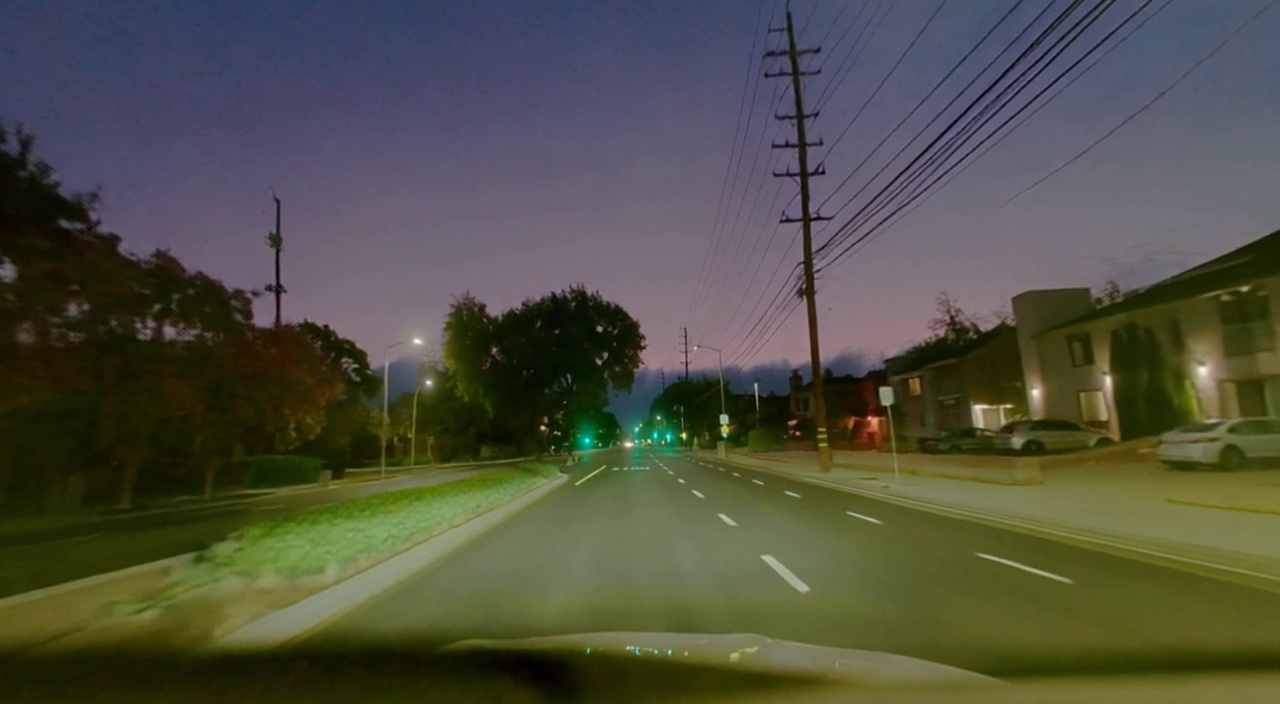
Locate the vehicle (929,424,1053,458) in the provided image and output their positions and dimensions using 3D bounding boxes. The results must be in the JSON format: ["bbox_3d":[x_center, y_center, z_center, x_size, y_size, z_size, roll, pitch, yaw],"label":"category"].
[{"bbox_3d":[16.605,4.230,30.065,4.681,1.541,2.049,0,-8,-3],"label":"vehicle"}]

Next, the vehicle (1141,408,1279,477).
[{"bbox_3d":[16.698,2.431,17.032,4.560,1.725,2.096,0,-8,-2],"label":"vehicle"}]

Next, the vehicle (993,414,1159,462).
[{"bbox_3d":[16.820,3.350,24.572,4.833,1.786,2.136,0,-8,-1],"label":"vehicle"}]
